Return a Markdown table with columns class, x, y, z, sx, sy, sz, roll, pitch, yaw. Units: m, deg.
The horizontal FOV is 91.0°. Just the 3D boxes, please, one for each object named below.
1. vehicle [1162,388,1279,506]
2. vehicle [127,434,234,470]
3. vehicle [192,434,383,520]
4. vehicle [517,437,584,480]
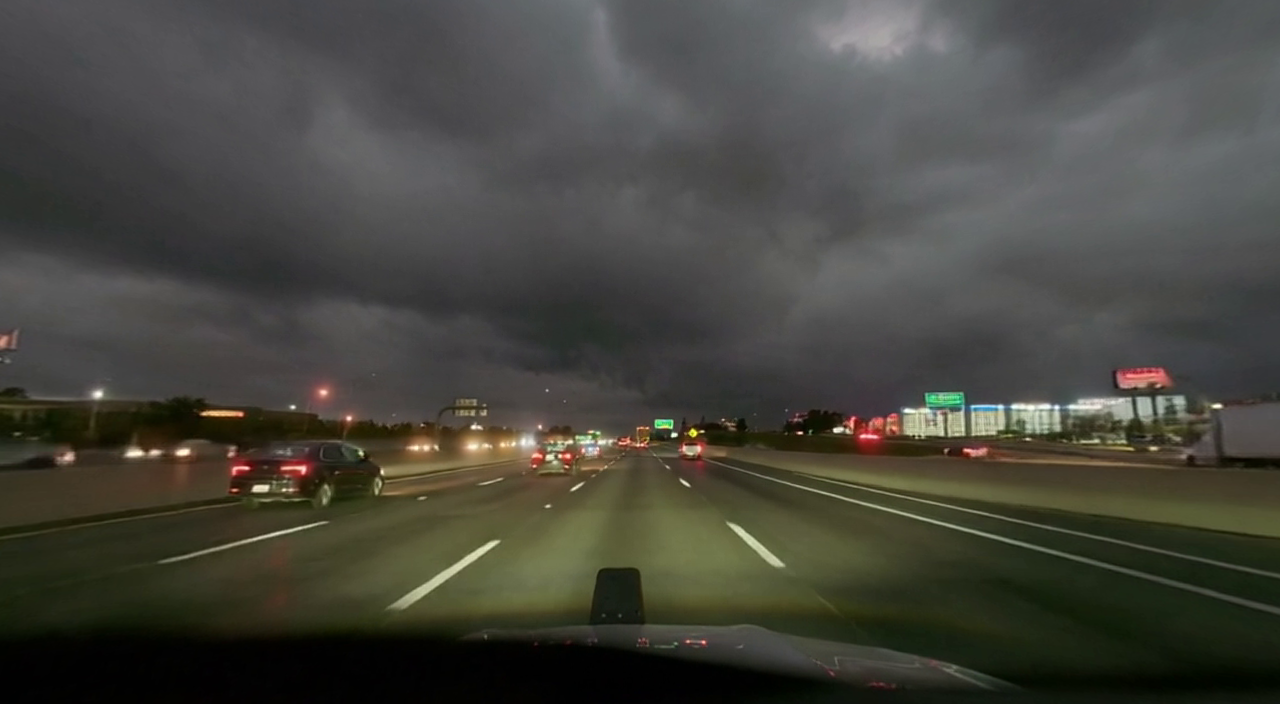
| class | x | y | z | sx | sy | sz | roll | pitch | yaw |
| --- | --- | --- | --- | --- | --- | --- | --- | --- | --- |
| vehicle | 21.081 | 3.004 | 19.718 | 2.958 | 3.538 | 8.761 | -1 | -9 | 9 |
| vehicle | -23.051 | 5.039 | 31.840 | 1.946 | 1.682 | 4.480 | 1 | -9 | 0 |
| vehicle | -7.190 | 2.557 | 13.342 | 1.865 | 1.518 | 3.620 | 1 | -9 | 1 |
| vehicle | -3.477 | 4.234 | 25.241 | 2.001 | 1.577 | 4.055 | 1 | -9 | 1 |
